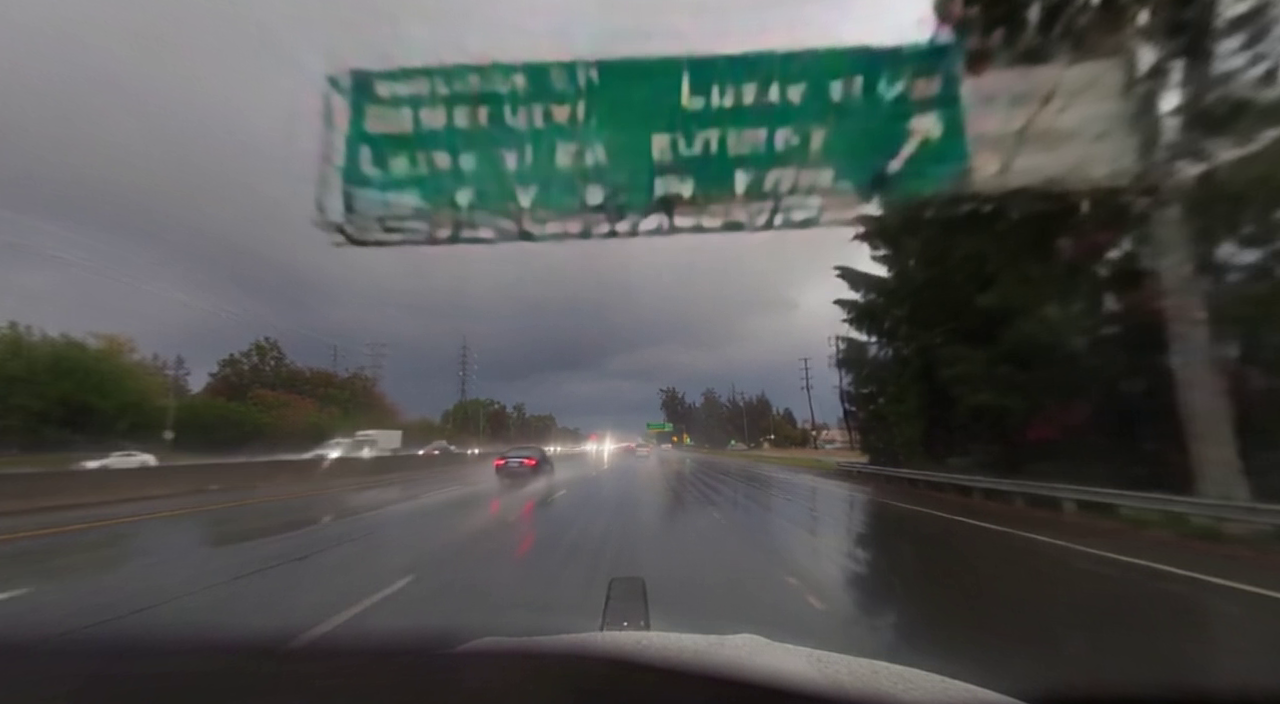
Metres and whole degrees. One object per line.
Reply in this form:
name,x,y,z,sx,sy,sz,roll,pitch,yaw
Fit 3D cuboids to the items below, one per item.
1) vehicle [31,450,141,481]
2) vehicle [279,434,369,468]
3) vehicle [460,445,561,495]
vehicle,-29.633,6.070,33.951,1.838,1.497,4.494,0,-9,0
vehicle,-18.308,5.789,36.950,2.287,1.829,5.763,0,-9,0
vehicle,-3.817,3.573,19.517,2.048,1.368,4.613,0,-9,1
